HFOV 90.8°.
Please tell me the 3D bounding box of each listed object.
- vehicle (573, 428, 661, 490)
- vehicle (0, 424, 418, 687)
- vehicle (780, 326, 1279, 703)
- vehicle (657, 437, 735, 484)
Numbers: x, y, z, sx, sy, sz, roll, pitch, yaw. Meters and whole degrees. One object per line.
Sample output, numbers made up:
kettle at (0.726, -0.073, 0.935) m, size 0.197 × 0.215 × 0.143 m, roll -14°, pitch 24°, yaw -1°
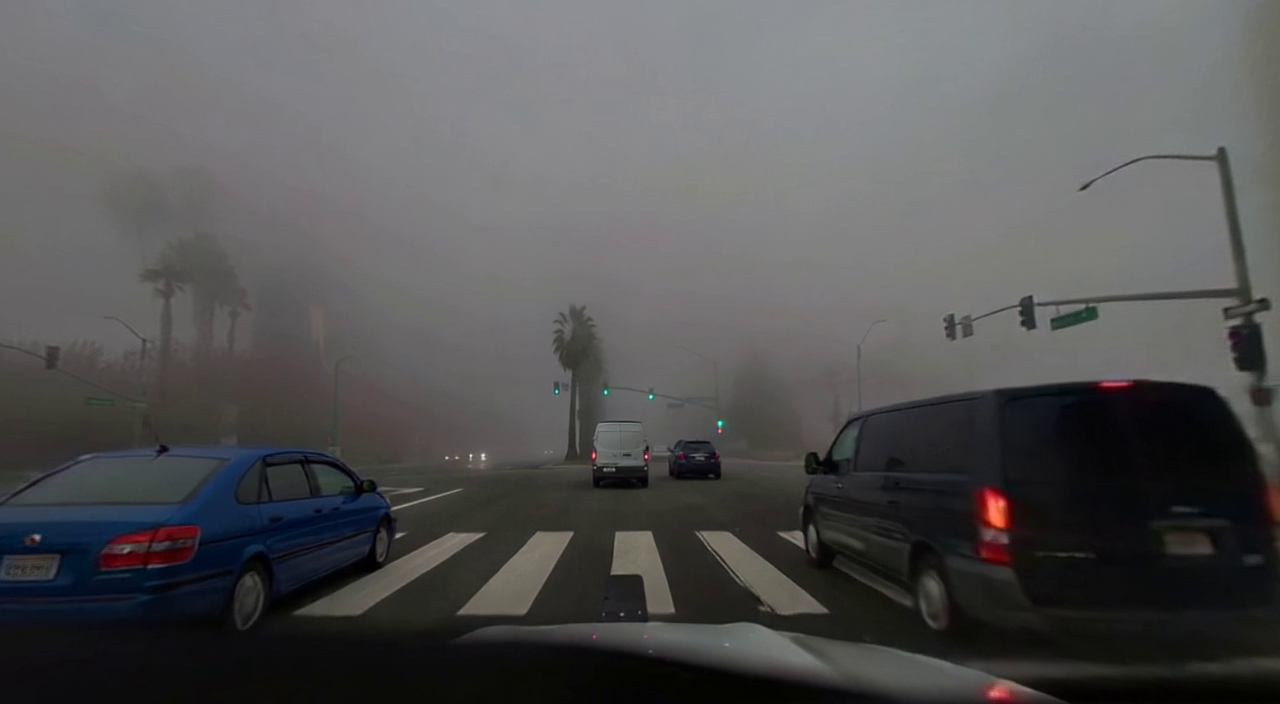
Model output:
vehicle at (-0.849, 3.916, 23.416) m, size 2.848 × 1.991 × 5.706 m, roll 0°, pitch -9°, yaw -2°
vehicle at (-3.806, 1.474, 5.849) m, size 1.997 × 1.430 × 4.655 m, roll 0°, pitch -9°, yaw -3°
vehicle at (2.808, 1.144, 5.055) m, size 2.200 × 1.847 × 4.618 m, roll 0°, pitch -9°, yaw -1°
vehicle at (2.171, 4.425, 26.122) m, size 2.462 × 1.736 × 4.899 m, roll 0°, pitch -9°, yaw -4°
